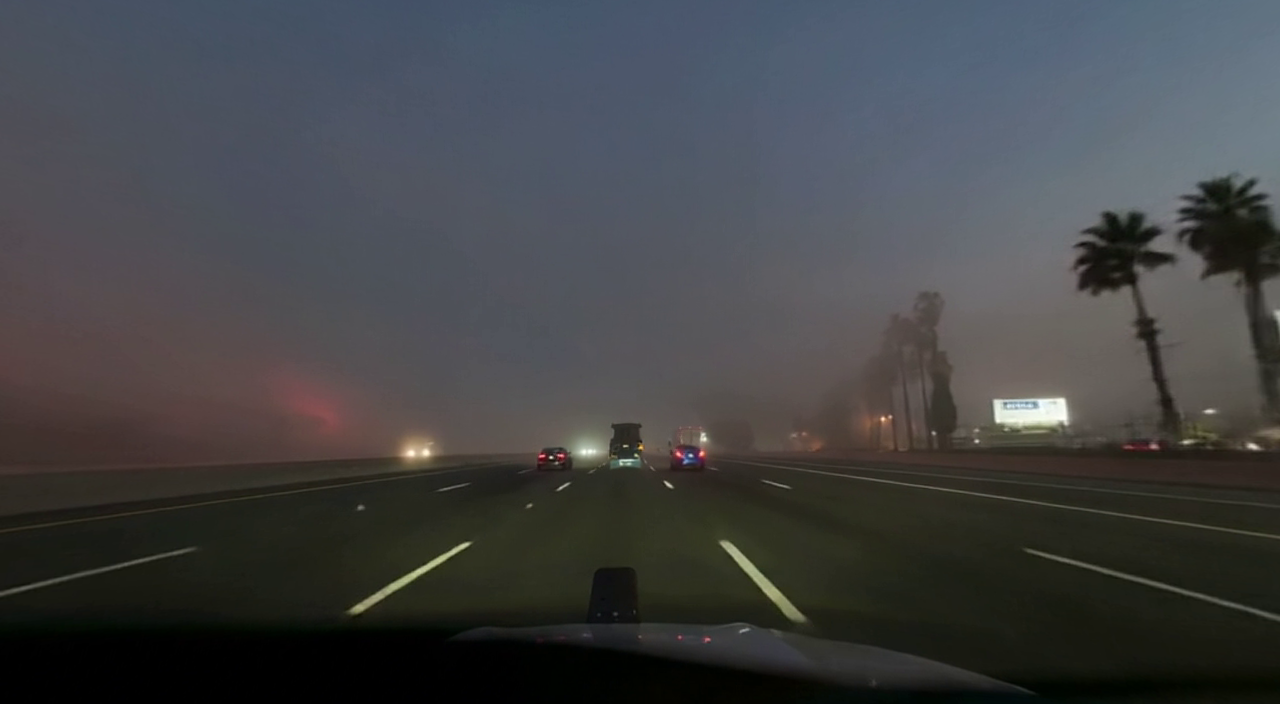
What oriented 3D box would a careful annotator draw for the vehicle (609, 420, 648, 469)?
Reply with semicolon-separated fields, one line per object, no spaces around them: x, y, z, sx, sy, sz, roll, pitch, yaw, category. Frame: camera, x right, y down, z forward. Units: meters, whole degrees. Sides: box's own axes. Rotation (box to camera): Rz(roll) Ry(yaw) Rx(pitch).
-0.780;6.156;42.007;2.364;2.953;6.495;0;-8;-2;vehicle

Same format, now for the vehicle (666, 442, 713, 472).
2.796;6.042;36.578;2.175;1.598;4.584;0;-8;-2;vehicle

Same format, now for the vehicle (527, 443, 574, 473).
-4.967;5.940;35.708;2.021;1.598;4.887;0;-8;-1;vehicle
